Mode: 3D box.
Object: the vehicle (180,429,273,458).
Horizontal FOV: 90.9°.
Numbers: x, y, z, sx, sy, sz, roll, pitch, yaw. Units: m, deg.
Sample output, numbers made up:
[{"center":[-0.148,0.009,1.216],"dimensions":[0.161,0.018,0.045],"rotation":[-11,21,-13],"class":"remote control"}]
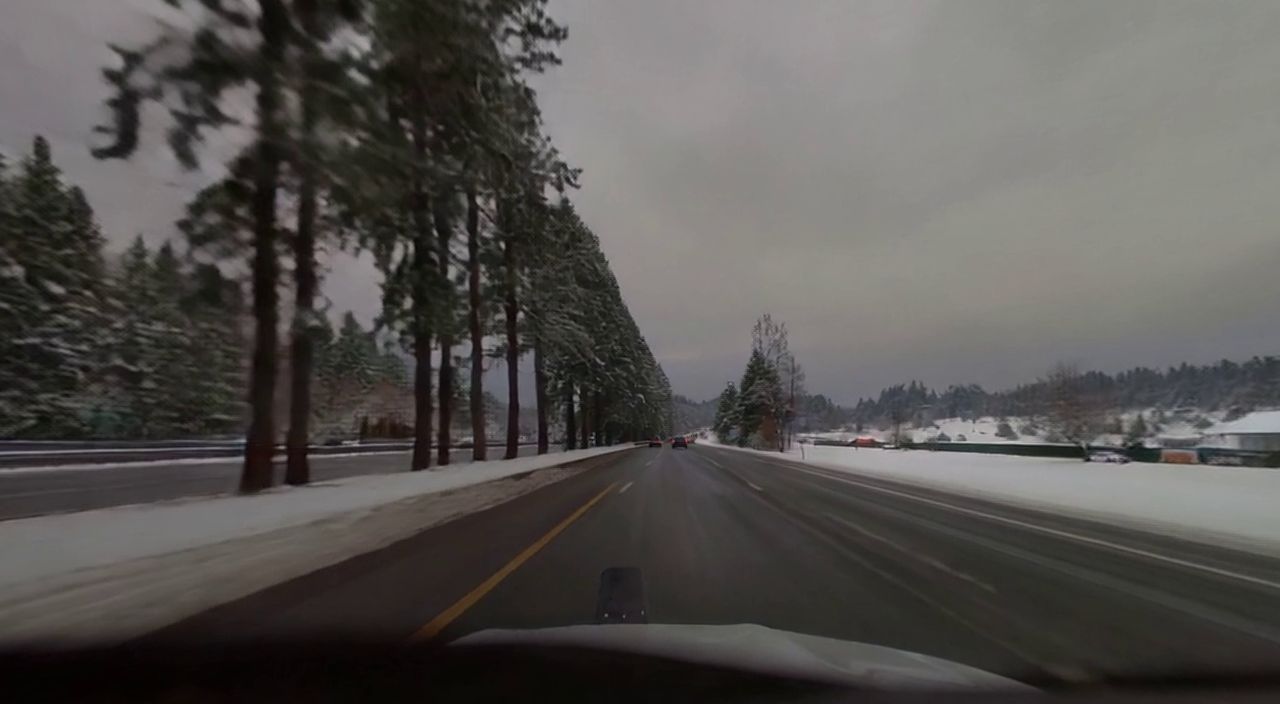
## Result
[{"center":[-25.798,5.764,39.566],"dimensions":[2.385,1.674,4.715],"rotation":[-1,-8,5],"class":"vehicle"}]
